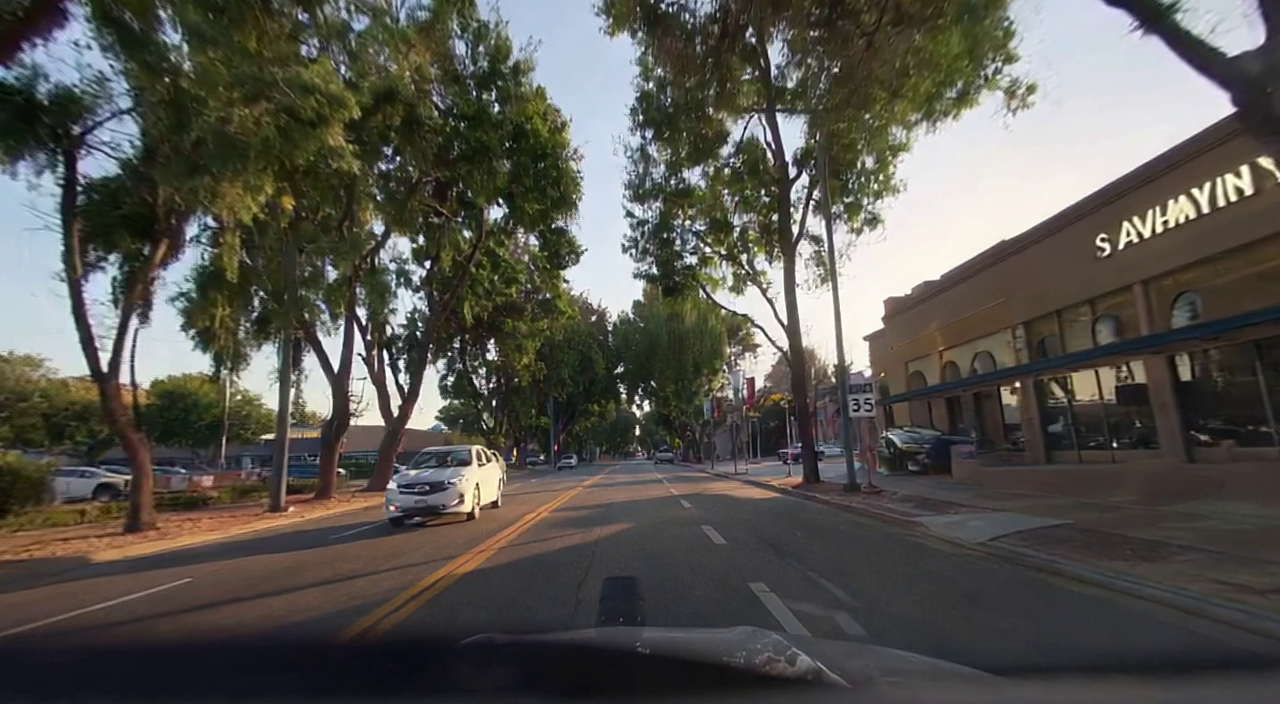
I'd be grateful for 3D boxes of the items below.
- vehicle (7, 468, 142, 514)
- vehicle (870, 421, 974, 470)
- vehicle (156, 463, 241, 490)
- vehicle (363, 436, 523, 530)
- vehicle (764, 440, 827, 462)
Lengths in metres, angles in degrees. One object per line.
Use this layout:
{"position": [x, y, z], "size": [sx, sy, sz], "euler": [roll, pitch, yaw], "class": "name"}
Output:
{"position": [-22.386, 5.469, 25.289], "size": [1.779, 1.475, 4.483], "euler": [1, -9, -10], "class": "vehicle"}
{"position": [11.366, 3.734, 25.253], "size": [2.124, 1.711, 5.059], "euler": [-8, -12, 43], "class": "vehicle"}
{"position": [-30.474, 8.589, 43.767], "size": [4.361, 1.653, 1.946], "euler": [2, -9, -17], "class": "vehicle"}
{"position": [-4.158, 2.828, 14.333], "size": [2.103, 1.750, 4.660], "euler": [0, -9, 0], "class": "vehicle"}
{"position": [10.954, 6.931, 44.351], "size": [4.587, 1.504, 1.928], "euler": [7, -11, -39], "class": "vehicle"}
